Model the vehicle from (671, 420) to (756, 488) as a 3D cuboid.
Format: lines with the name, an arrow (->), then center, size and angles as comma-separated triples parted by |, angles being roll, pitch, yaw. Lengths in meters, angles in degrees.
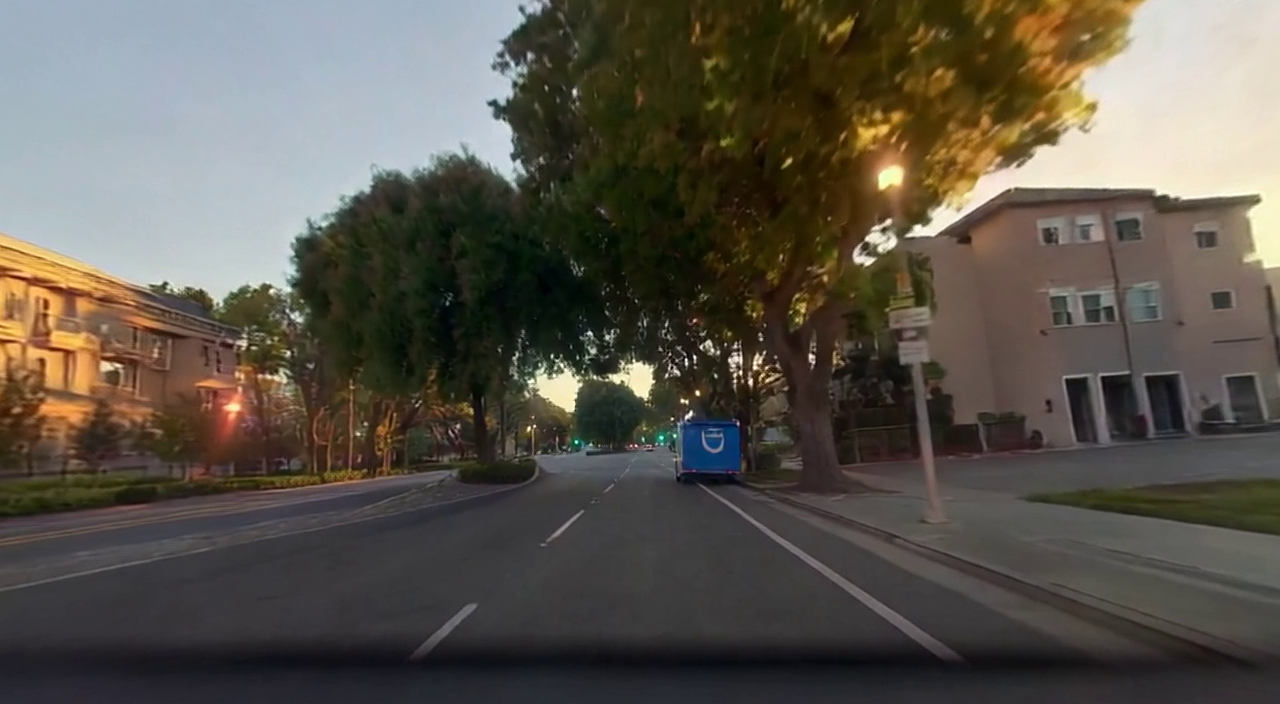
vehicle -> 2.567, 3.770, 23.477 | 2.514, 2.218, 5.013 | 0, -9, 0
